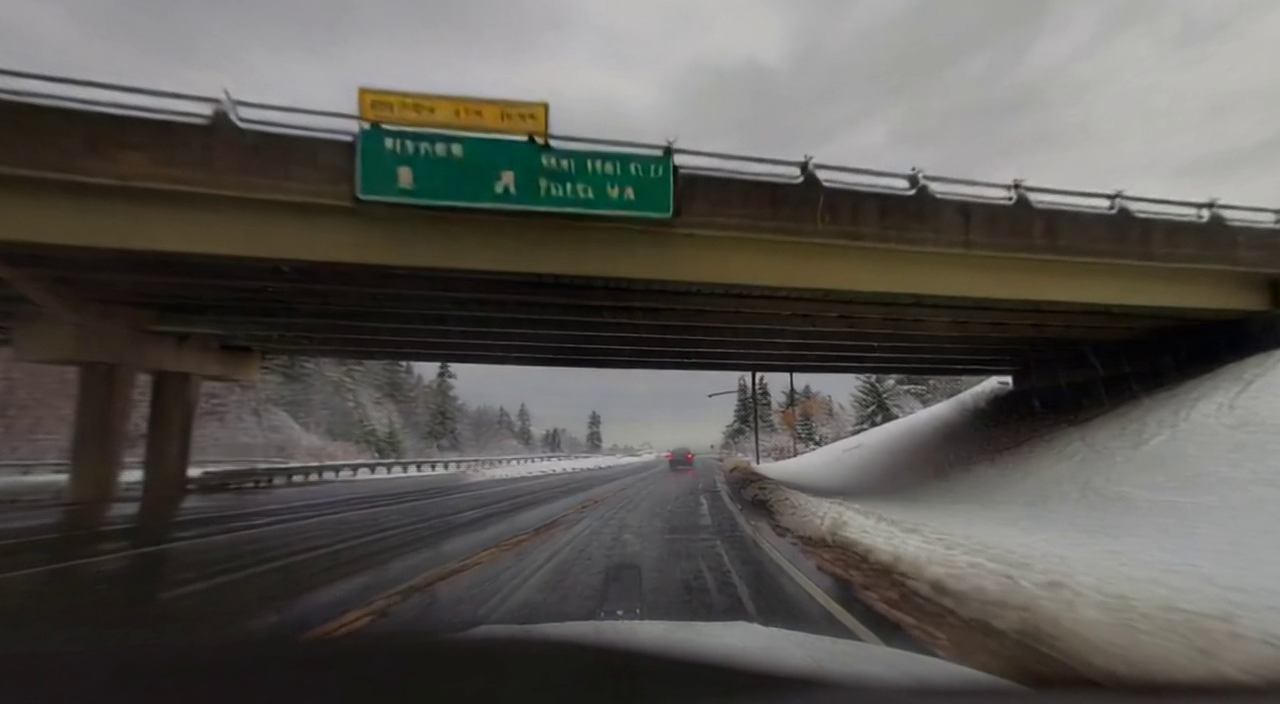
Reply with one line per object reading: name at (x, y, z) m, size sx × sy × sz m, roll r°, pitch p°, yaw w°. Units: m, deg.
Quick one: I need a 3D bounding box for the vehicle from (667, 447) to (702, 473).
vehicle at (2.676, 6.444, 37.685) m, size 1.980 × 1.449 × 3.650 m, roll -1°, pitch -9°, yaw 4°
